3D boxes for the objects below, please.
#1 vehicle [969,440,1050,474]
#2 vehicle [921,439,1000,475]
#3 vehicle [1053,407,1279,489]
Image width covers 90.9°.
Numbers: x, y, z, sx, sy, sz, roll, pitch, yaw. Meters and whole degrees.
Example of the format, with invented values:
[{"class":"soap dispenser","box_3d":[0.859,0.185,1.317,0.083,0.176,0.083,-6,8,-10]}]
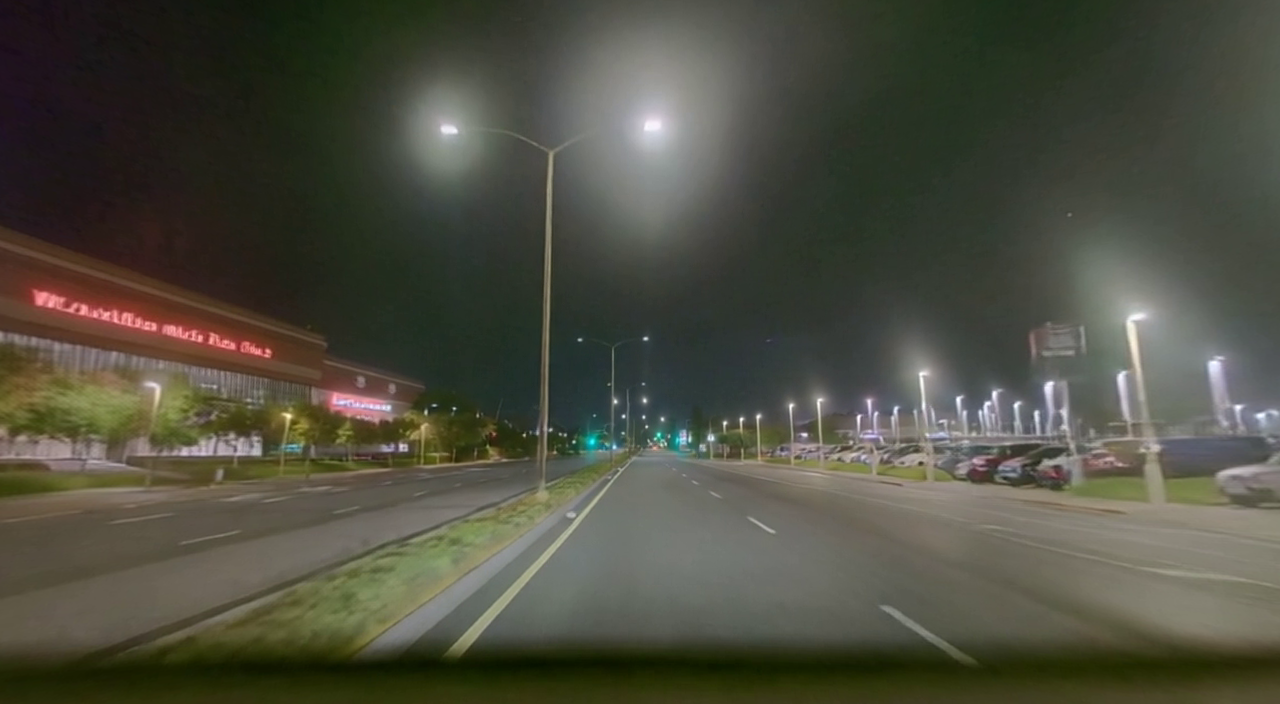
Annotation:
[{"class":"vehicle","box_3d":[19.654,5.548,33.737,1.859,1.643,4.091,-1,-7,1]},{"class":"vehicle","box_3d":[17.129,5.592,33.959,1.882,1.699,4.367,-2,-8,-1]},{"class":"vehicle","box_3d":[17.893,3.334,21.797,2.379,2.423,5.418,5,-10,-25]}]
